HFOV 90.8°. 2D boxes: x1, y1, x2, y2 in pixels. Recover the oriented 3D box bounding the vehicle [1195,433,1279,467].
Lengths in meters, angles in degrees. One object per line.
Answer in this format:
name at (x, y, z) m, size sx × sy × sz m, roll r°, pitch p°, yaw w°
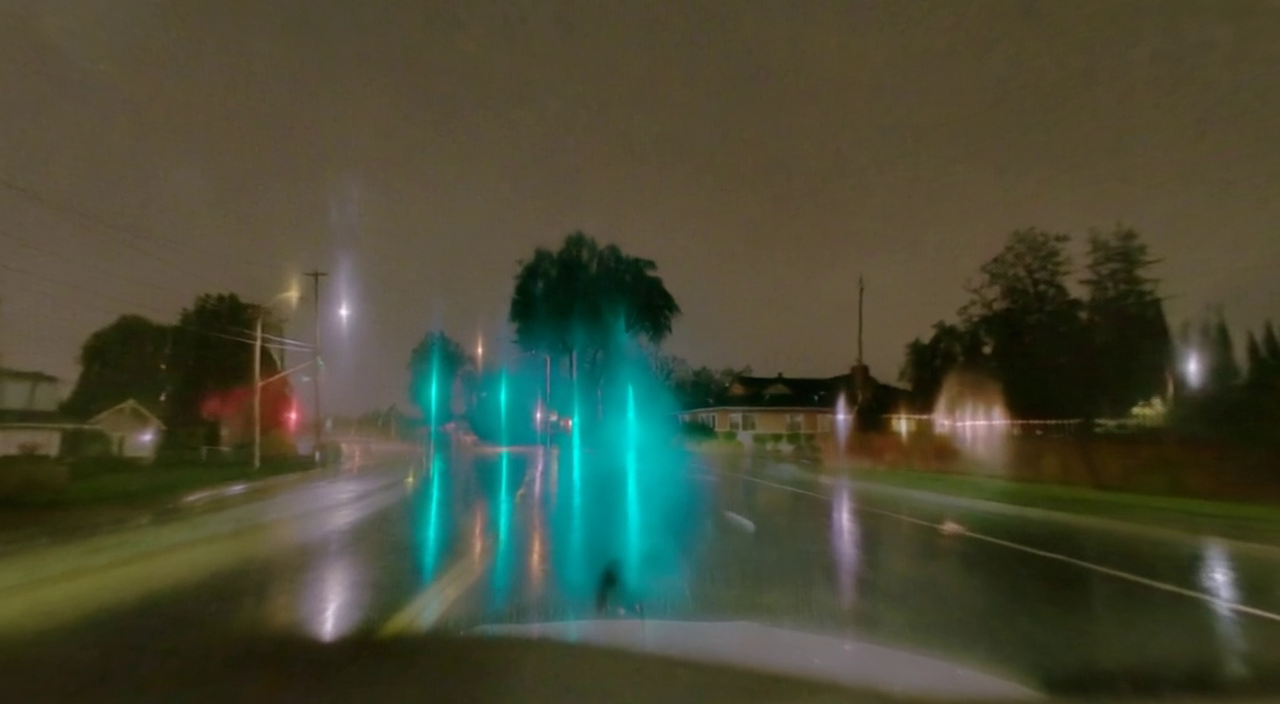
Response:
vehicle at (28.769, 4.465, 28.843) m, size 4.593 × 1.456 × 2.003 m, roll -3°, pitch -9°, yaw 19°
